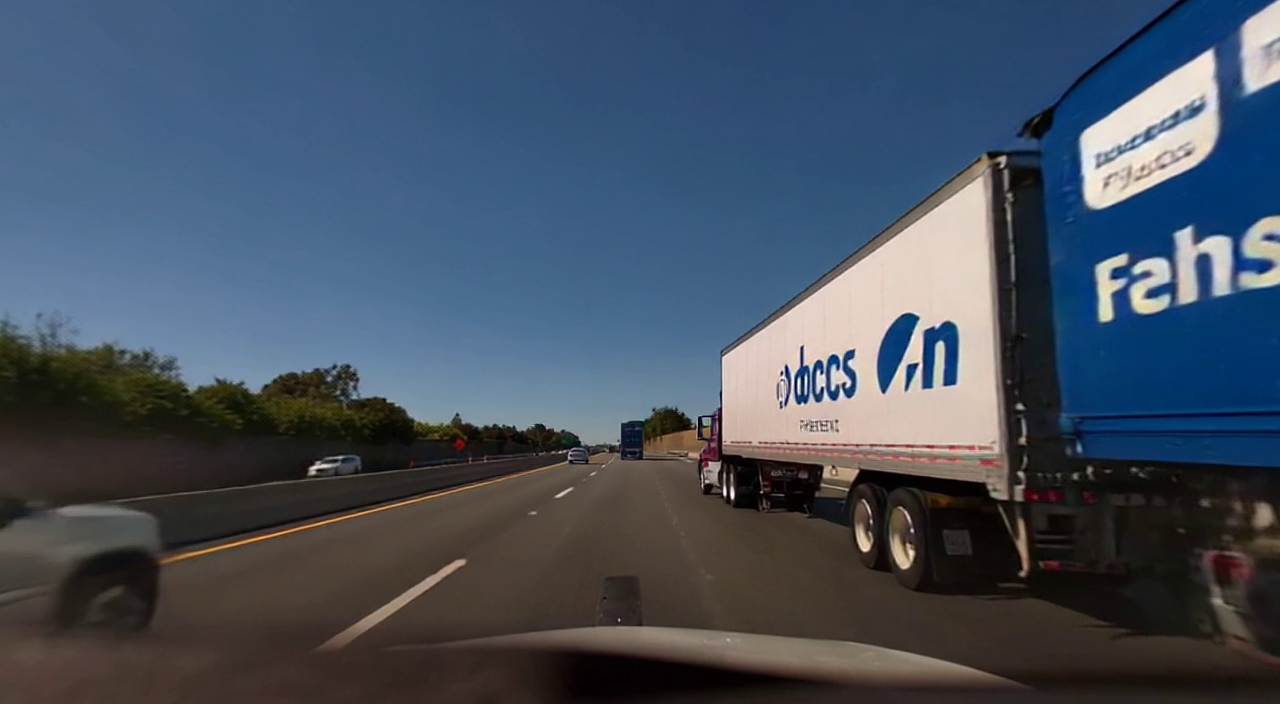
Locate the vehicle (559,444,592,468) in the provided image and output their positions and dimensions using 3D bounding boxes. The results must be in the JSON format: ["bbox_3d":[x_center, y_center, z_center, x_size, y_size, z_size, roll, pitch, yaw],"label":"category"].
[{"bbox_3d":[-4.752,7.669,46.463,2.099,1.651,4.397,0,-9,-1],"label":"vehicle"}]

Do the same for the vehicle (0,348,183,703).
[{"bbox_3d":[-3.795,0.667,1.492,2.160,1.691,4.243,0,-9,0],"label":"vehicle"}]
